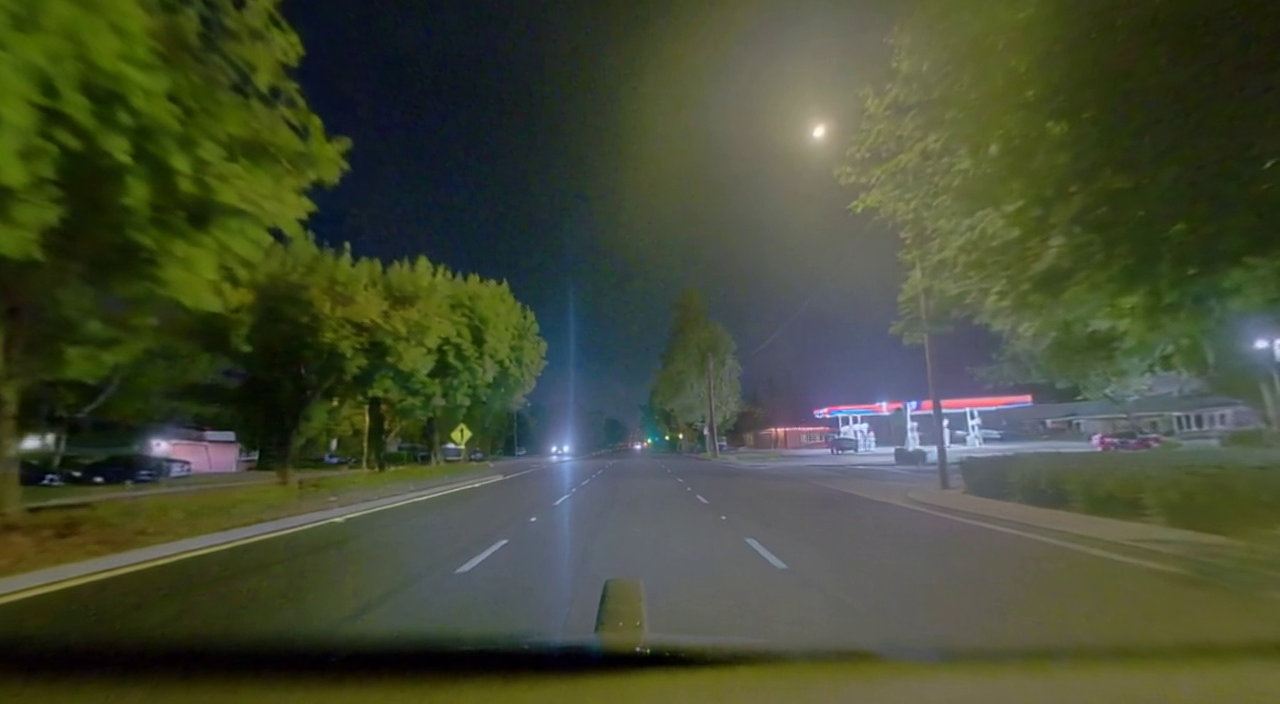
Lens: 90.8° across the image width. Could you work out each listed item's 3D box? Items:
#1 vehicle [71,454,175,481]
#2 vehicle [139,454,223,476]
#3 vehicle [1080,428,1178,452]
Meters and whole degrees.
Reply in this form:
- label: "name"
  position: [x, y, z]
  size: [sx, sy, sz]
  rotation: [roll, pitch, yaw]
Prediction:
- label: "vehicle"
  position: [-30.907, 6.900, 37.895]
  size: [4.274, 1.491, 2.110]
  rotation: [0, -8, -4]
- label: "vehicle"
  position: [-31.338, 7.721, 43.194]
  size: [4.287, 1.432, 1.794]
  rotation: [0, -8, -1]
- label: "vehicle"
  position: [31.135, 5.632, 40.329]
  size: [4.549, 1.476, 1.952]
  rotation: [0, -8, 1]
